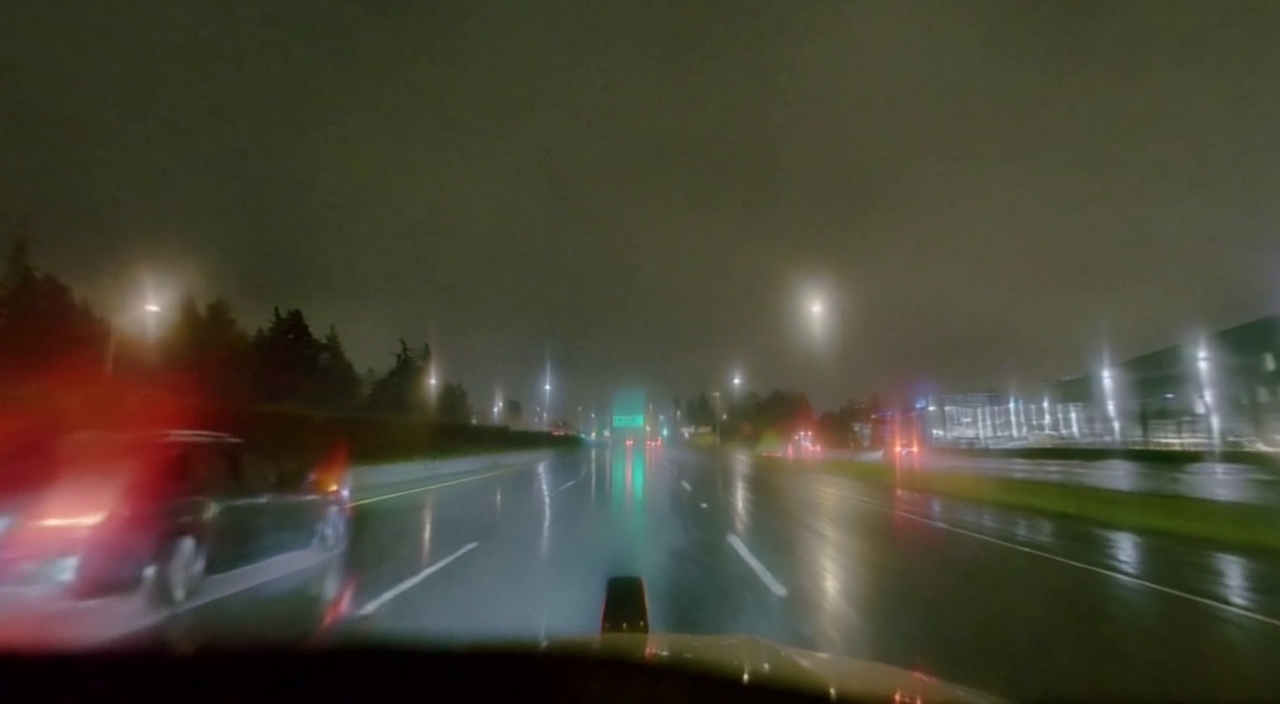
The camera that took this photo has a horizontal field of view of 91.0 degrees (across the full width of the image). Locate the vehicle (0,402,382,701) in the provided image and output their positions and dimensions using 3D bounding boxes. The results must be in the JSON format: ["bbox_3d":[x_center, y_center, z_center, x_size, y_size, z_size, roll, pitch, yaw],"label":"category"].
[{"bbox_3d":[-4.089,1.290,5.225,1.934,1.451,4.544,0,-8,1],"label":"vehicle"}]
